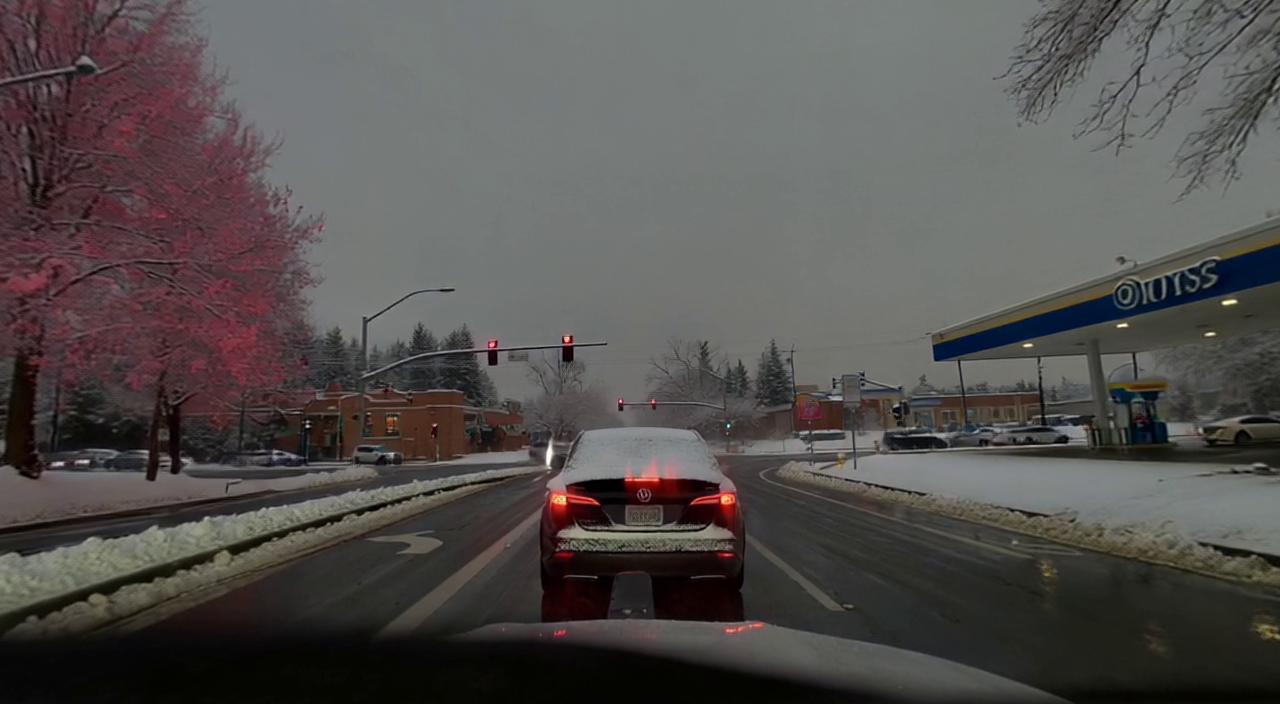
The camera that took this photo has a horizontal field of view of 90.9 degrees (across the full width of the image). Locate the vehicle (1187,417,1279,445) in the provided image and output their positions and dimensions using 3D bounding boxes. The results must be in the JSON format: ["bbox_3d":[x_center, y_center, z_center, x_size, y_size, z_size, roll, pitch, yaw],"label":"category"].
[{"bbox_3d":[36.306,4.858,38.496,1.848,1.581,4.475,0,-8,2],"label":"vehicle"}]

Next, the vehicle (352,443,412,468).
[{"bbox_3d":[-20.441,8.153,49.853,4.660,1.867,2.019,-6,-10,33],"label":"vehicle"}]

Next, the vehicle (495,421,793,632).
[{"bbox_3d":[0.015,1.540,6.583,2.112,1.482,4.057,0,-8,0],"label":"vehicle"}]

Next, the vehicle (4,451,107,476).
[{"bbox_3d":[-38.560,7.335,41.640,4.813,1.455,1.889,8,-12,-44],"label":"vehicle"}]

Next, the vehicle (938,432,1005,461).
[{"bbox_3d":[18.382,5.237,34.853,2.053,1.495,4.091,-8,-12,44],"label":"vehicle"}]

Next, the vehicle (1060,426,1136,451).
[{"bbox_3d":[34.741,6.597,47.897,4.294,1.557,1.744,-4,-8,1],"label":"vehicle"}]

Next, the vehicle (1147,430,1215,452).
[{"bbox_3d":[40.934,6.723,47.715,3.573,1.432,1.604,-3,-8,1],"label":"vehicle"}]
